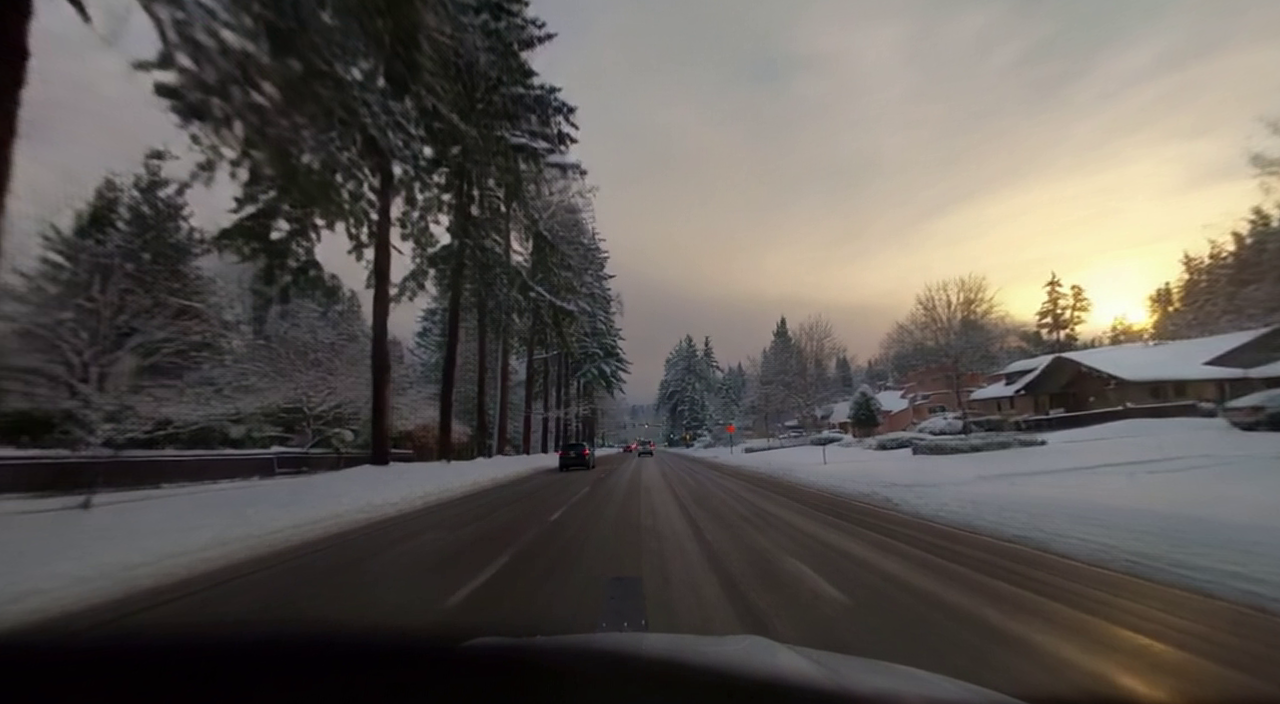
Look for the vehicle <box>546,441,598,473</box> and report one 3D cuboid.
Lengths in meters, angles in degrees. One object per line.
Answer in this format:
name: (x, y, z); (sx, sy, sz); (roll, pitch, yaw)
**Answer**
vehicle: (-3.212, 5.088, 30.742); (2.021, 1.466, 4.330); (0, -9, 1)
